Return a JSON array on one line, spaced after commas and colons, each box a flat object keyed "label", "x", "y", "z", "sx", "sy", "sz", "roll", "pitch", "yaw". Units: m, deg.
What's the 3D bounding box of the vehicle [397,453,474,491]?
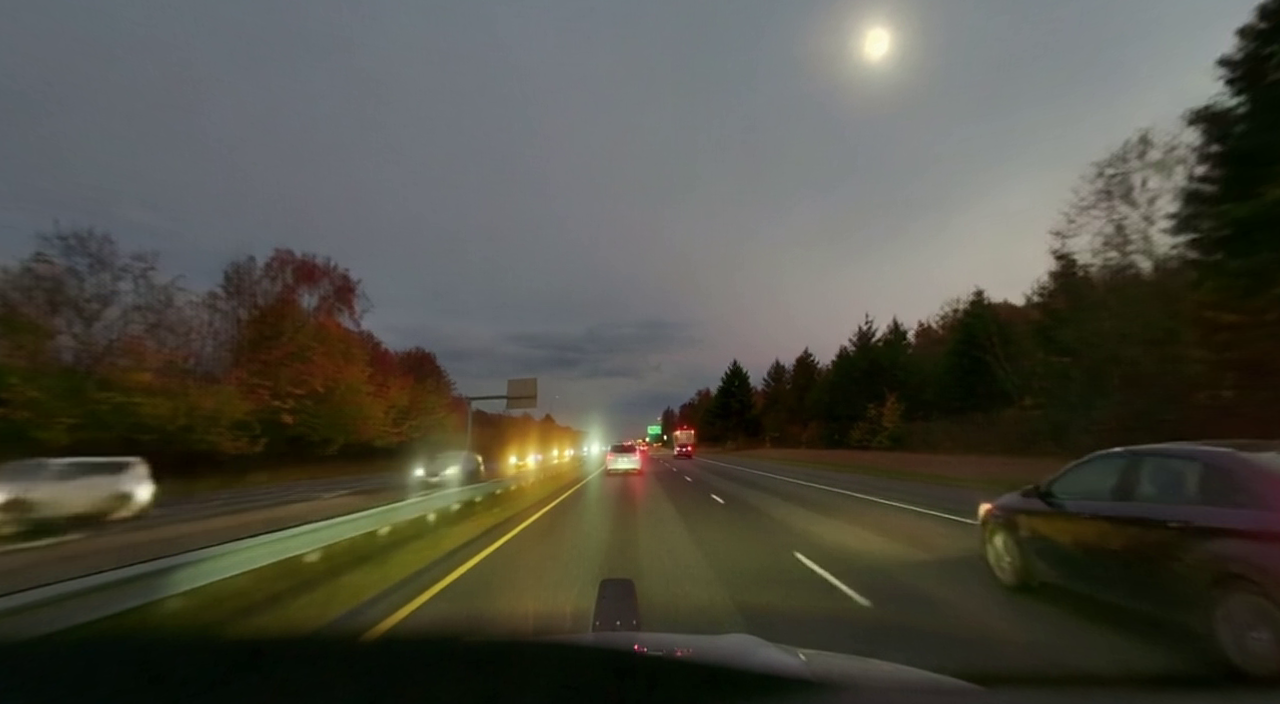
[{"label": "vehicle", "x": -9.046, "y": 5.316, "z": 28.137, "sx": 1.960, "sy": 1.514, "sz": 4.307, "roll": 0, "pitch": -9, "yaw": 0}]

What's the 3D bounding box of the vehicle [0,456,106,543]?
[{"label": "vehicle", "x": -13.117, "y": 2.860, "z": 12.101, "sx": 1.914, "sy": 1.600, "sz": 4.188, "roll": 0, "pitch": -9, "yaw": 0}]

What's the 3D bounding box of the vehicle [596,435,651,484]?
[{"label": "vehicle", "x": -0.597, "y": 4.110, "z": 24.272, "sx": 1.937, "sy": 1.699, "sz": 3.936, "roll": 0, "pitch": -9, "yaw": 0}]

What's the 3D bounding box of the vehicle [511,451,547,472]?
[{"label": "vehicle", "x": -8.504, "y": 8.360, "z": 48.252, "sx": 1.950, "sy": 1.479, "sz": 4.517, "roll": -1, "pitch": -9, "yaw": 0}]

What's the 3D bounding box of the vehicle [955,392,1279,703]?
[{"label": "vehicle", "x": 3.952, "y": 1.055, "z": 3.715, "sx": 1.843, "sy": 1.505, "sz": 4.339, "roll": 0, "pitch": -9, "yaw": -1}]
